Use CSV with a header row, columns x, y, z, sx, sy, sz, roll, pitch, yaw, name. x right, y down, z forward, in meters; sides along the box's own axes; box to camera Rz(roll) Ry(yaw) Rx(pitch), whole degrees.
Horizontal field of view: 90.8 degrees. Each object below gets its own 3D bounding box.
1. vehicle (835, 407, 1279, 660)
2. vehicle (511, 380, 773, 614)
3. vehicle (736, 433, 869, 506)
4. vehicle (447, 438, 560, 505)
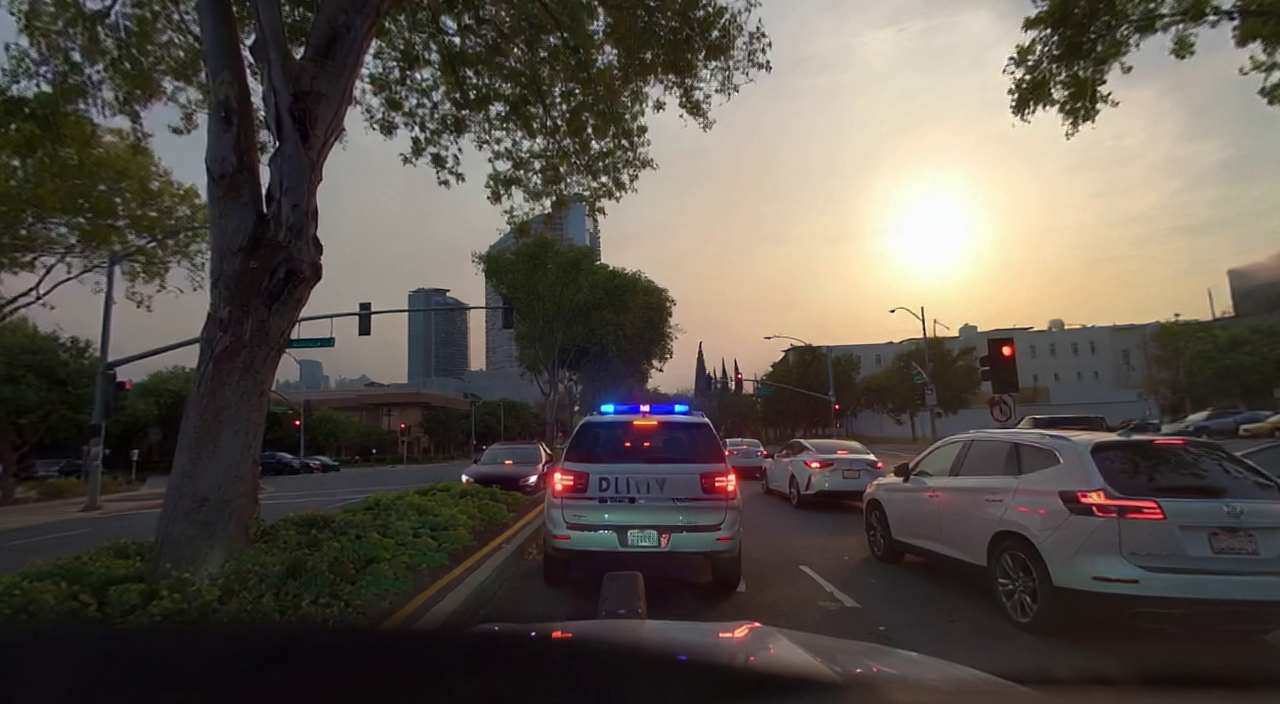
x,y,z,sx,sy,sz,roll,pitch,yaw,name
3.638,1.407,6.072,1.995,1.483,4.533,0,-8,-1,vehicle
-0.035,1.458,7.274,2.038,1.819,4.505,0,-8,-1,vehicle
3.650,2.708,15.058,1.940,1.474,4.234,0,-8,-1,vehicle
-3.305,2.983,16.207,1.913,1.464,4.276,0,-8,0,vehicle
